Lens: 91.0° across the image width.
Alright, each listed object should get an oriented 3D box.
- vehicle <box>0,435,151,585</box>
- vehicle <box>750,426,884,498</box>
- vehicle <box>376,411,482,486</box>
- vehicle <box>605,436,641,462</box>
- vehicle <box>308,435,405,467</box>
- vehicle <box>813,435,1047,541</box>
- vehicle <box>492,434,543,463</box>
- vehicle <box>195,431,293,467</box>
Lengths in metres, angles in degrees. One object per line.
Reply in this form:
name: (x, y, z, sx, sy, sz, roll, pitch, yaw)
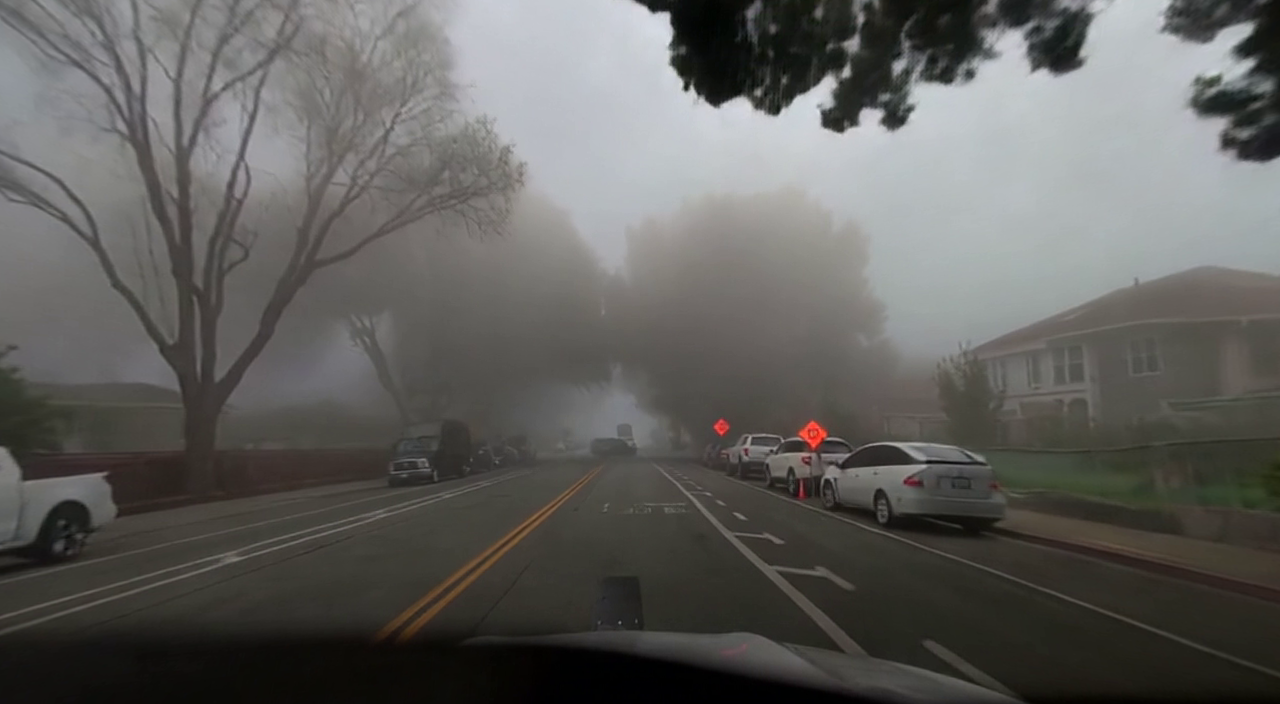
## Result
vehicle: (-8.168, 1.750, 6.880, 1.950, 1.672, 4.664, 0, -9, -2)
vehicle: (4.667, 2.995, 17.484, 2.225, 1.715, 4.755, 0, -9, -1)
vehicle: (-8.086, 3.773, 24.703, 2.526, 2.631, 4.228, 0, -9, 2)
vehicle: (-0.994, 6.069, 39.373, 2.151, 1.481, 4.084, 0, -9, 0)
vehicle: (-16.792, 5.912, 37.467, 4.779, 1.823, 1.964, 0, -9, 0)
vehicle: (4.663, 2.231, 11.043, 1.912, 1.463, 4.477, 0, -9, -1)
vehicle: (-8.985, 7.178, 46.829, 2.659, 2.047, 6.014, 0, -9, -1)
vehicle: (-23.724, 5.811, 37.825, 4.491, 2.031, 2.045, -1, -8, 0)
